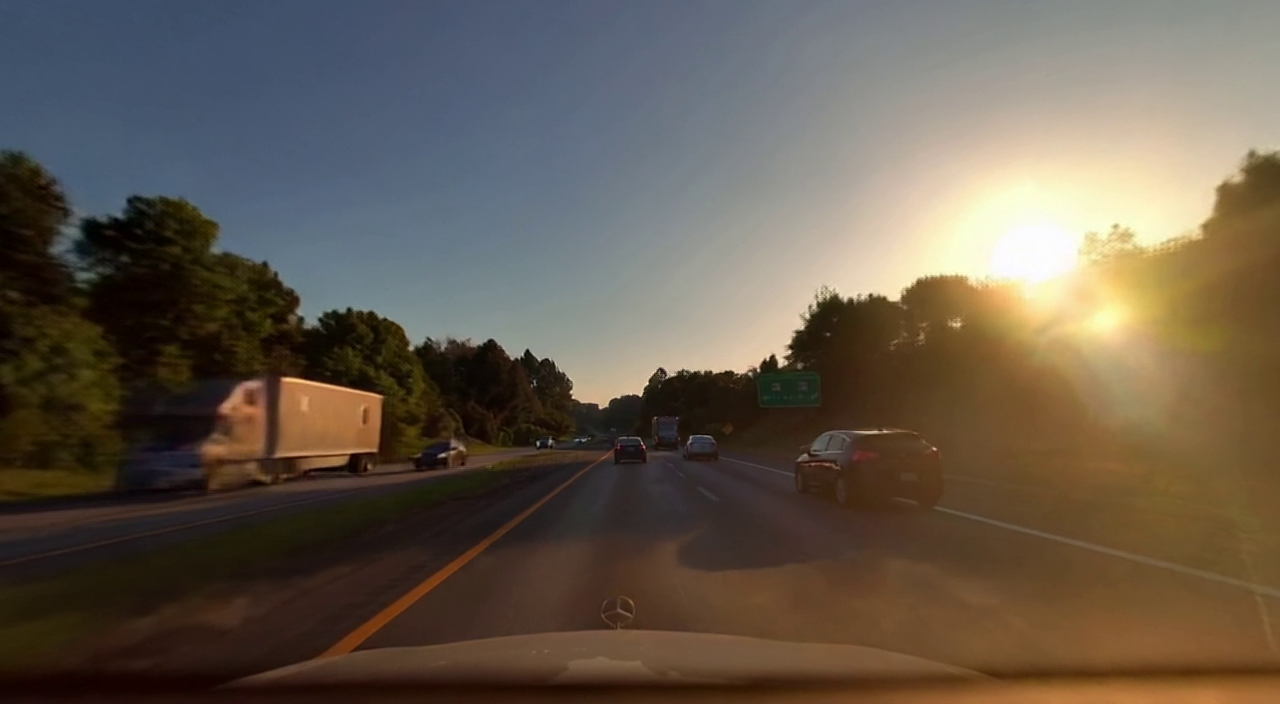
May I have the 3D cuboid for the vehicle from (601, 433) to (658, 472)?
[{"bbox_3d":[-0.457,4.060,25.752,2.143,1.466,3.693,0,-7,-2],"label":"vehicle"}]

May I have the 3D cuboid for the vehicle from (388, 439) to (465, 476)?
[{"bbox_3d":[-9.385,4.631,28.047,1.982,1.455,4.161,0,-7,0],"label":"vehicle"}]

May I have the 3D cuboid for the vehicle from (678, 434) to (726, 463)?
[{"bbox_3d":[3.250,5.167,34.006,2.004,1.469,4.472,0,-8,-2],"label":"vehicle"}]

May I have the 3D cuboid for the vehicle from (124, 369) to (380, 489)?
[{"bbox_3d":[-14.377,3.125,25.366,3.122,3.682,11.678,1,-7,-1],"label":"vehicle"}]

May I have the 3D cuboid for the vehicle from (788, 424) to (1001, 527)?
[{"bbox_3d":[4.305,2.124,11.566,2.066,1.526,4.216,0,-7,-1],"label":"vehicle"}]
